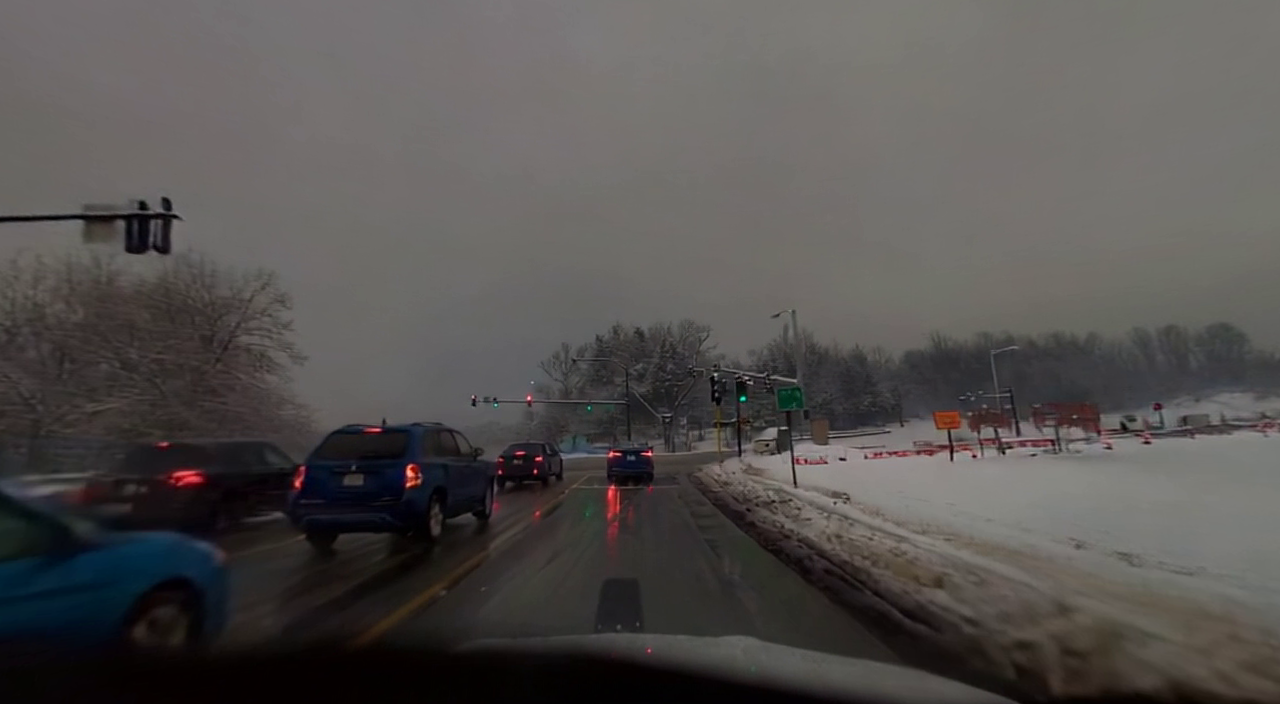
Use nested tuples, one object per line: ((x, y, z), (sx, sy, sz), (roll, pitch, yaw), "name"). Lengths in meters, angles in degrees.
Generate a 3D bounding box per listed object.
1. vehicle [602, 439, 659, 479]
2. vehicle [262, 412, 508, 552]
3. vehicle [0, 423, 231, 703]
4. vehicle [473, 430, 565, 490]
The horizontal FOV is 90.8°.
((-0.353, 4.451, 26.405), (2.183, 1.506, 4.286), (0, -9, 0), "vehicle")
((-3.997, 2.138, 11.093), (2.236, 1.886, 4.792), (0, -9, 1), "vehicle")
((-3.242, 0.889, 1.329), (2.042, 1.441, 4.172), (-2, -9, -1), "vehicle")
((-4.107, 3.787, 22.432), (2.240, 1.844, 5.043), (0, -9, 0), "vehicle")
